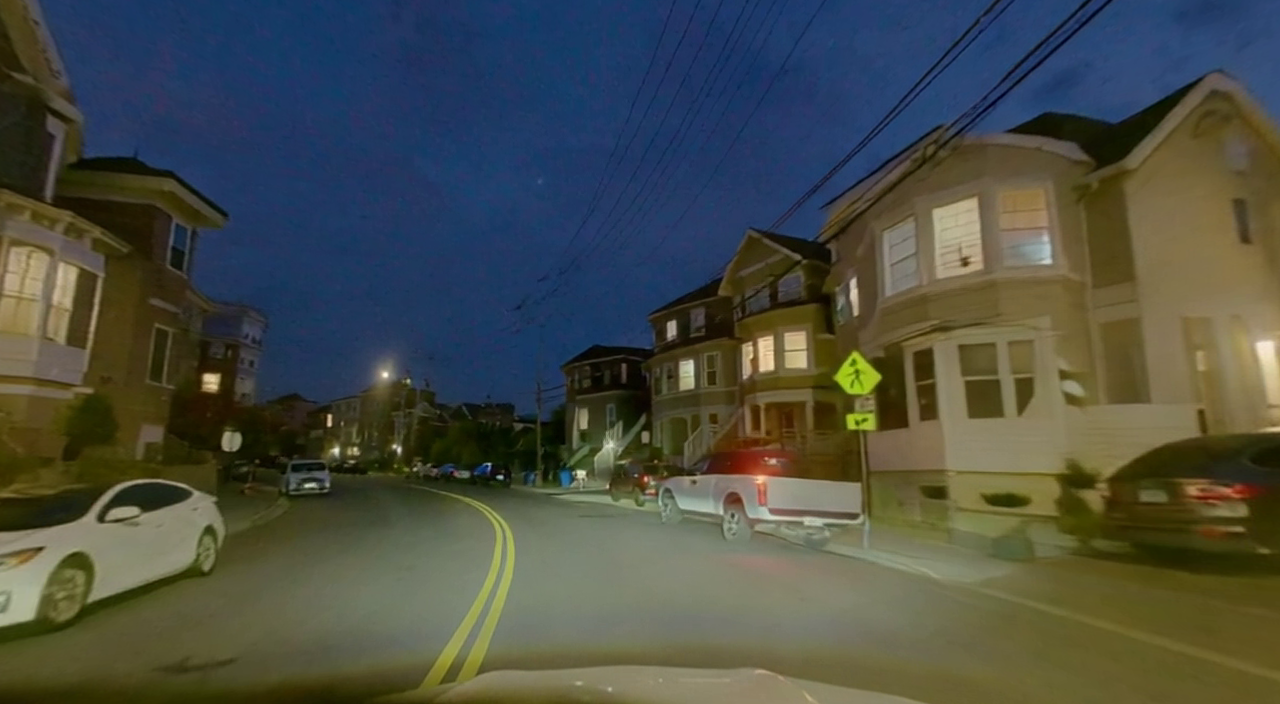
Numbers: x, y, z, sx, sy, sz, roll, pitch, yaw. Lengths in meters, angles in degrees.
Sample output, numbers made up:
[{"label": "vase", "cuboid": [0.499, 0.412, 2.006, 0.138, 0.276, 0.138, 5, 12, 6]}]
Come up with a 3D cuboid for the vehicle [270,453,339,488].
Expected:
[{"label": "vehicle", "cuboid": [-15.558, 5.407, 29.182, 1.930, 1.451, 4.338, 7, -11, -38]}]

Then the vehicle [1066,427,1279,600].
[{"label": "vehicle", "cuboid": [8.280, 1.871, 7.994, 4.386, 1.734, 2.199, 2, -9, -11]}]

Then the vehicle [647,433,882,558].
[{"label": "vehicle", "cuboid": [2.139, 2.755, 12.921, 2.449, 1.869, 5.504, 7, -10, -15]}]

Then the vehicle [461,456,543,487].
[{"label": "vehicle", "cuboid": [-10.230, 8.902, 46.958, 5.523, 2.018, 2.216, 9, -18, -38]}]

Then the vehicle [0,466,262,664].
[{"label": "vehicle", "cuboid": [-6.541, 2.099, 7.145, 2.197, 1.462, 4.524, 1, -9, -8]}]
